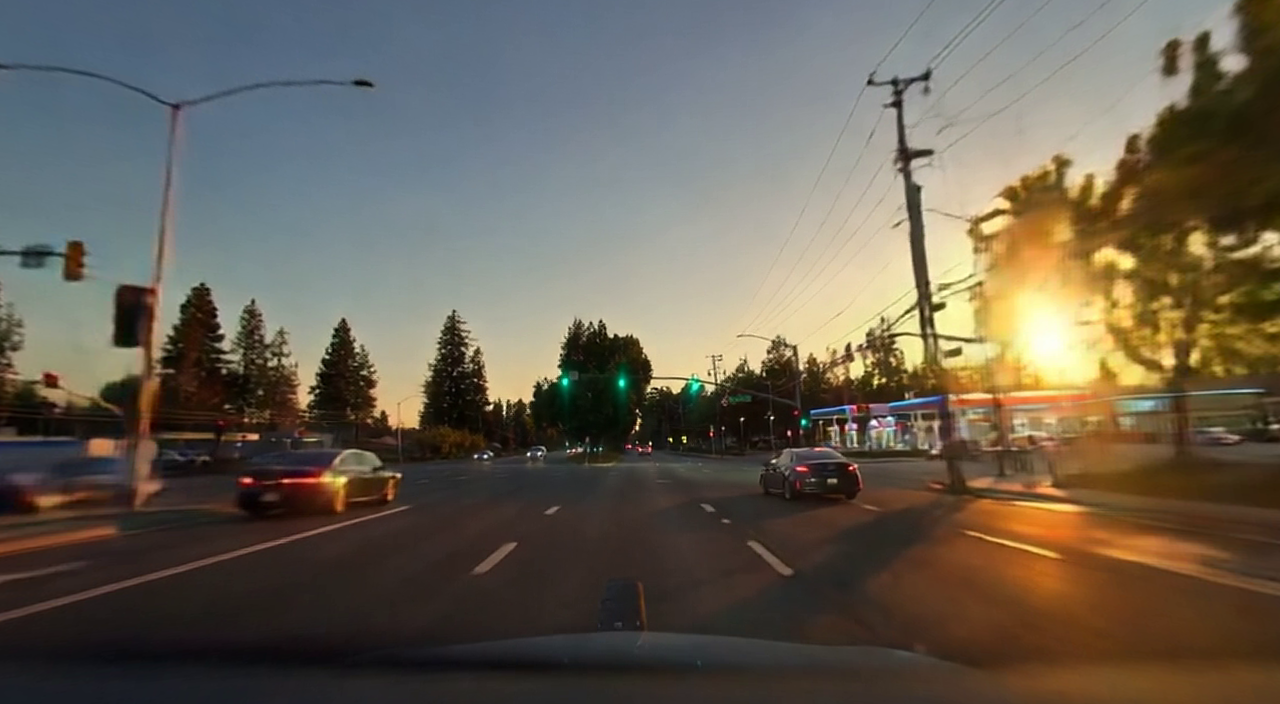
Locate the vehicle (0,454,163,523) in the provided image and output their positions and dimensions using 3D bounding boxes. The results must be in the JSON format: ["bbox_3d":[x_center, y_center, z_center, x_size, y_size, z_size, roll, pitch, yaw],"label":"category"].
[{"bbox_3d":[-14.976,3.407,16.334,1.843,1.447,4.419,0,-8,0],"label":"vehicle"}]

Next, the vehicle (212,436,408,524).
[{"bbox_3d":[-6.648,2.593,13.396,1.898,1.539,4.314,0,-8,-1],"label":"vehicle"}]

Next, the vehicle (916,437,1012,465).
[{"bbox_3d":[18.220,5.612,35.754,4.533,1.485,1.916,-3,-9,19],"label":"vehicle"}]

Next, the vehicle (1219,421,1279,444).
[{"bbox_3d":[42.337,5.509,42.872,1.763,1.453,4.534,0,-8,0],"label":"vehicle"}]
